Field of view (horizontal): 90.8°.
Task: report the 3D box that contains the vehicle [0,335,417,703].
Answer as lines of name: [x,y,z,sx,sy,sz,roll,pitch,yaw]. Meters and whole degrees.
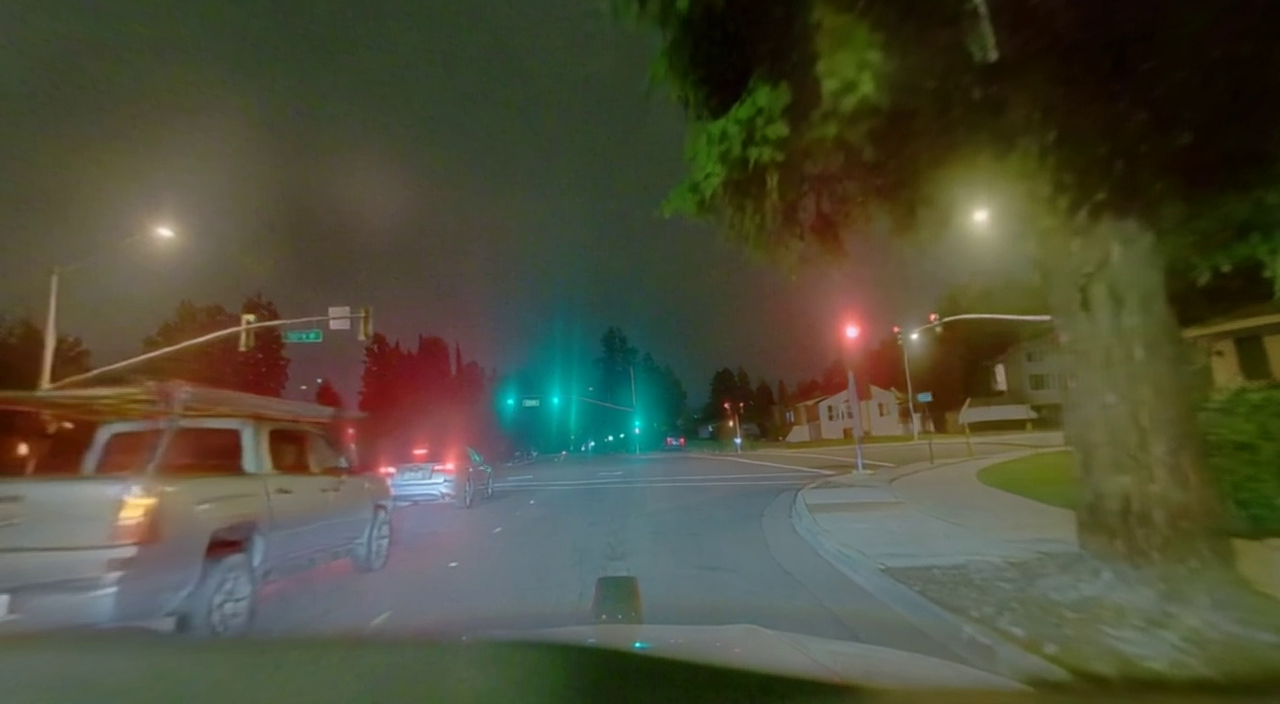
vehicle: [-3.617,1.167,5.188,2.041,1.834,4.679,0,-9,-3]

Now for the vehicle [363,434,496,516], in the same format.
vehicle: [-4.447,2.620,13.980,1.777,1.537,3.831,0,-9,-3]
